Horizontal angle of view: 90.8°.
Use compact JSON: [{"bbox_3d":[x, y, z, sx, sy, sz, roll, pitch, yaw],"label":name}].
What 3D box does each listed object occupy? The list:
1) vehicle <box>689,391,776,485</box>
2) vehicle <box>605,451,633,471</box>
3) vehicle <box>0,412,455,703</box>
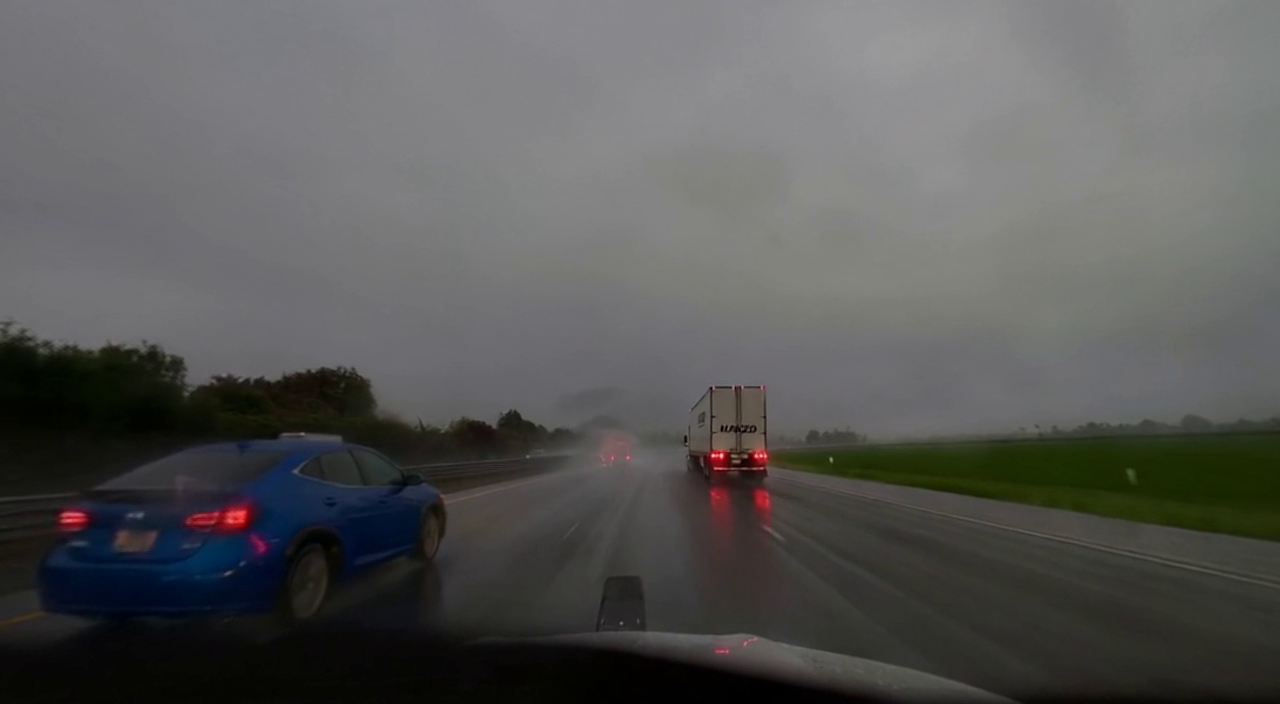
[{"bbox_3d":[4.504,4.767,34.246,2.832,4.034,13.924,0,-9,1],"label":"vehicle"},{"bbox_3d":[-1.591,8.551,49.798,1.935,1.470,4.063,0,-9,2],"label":"vehicle"},{"bbox_3d":[-3.293,1.427,5.554,1.945,1.537,4.294,0,-9,1],"label":"vehicle"}]
